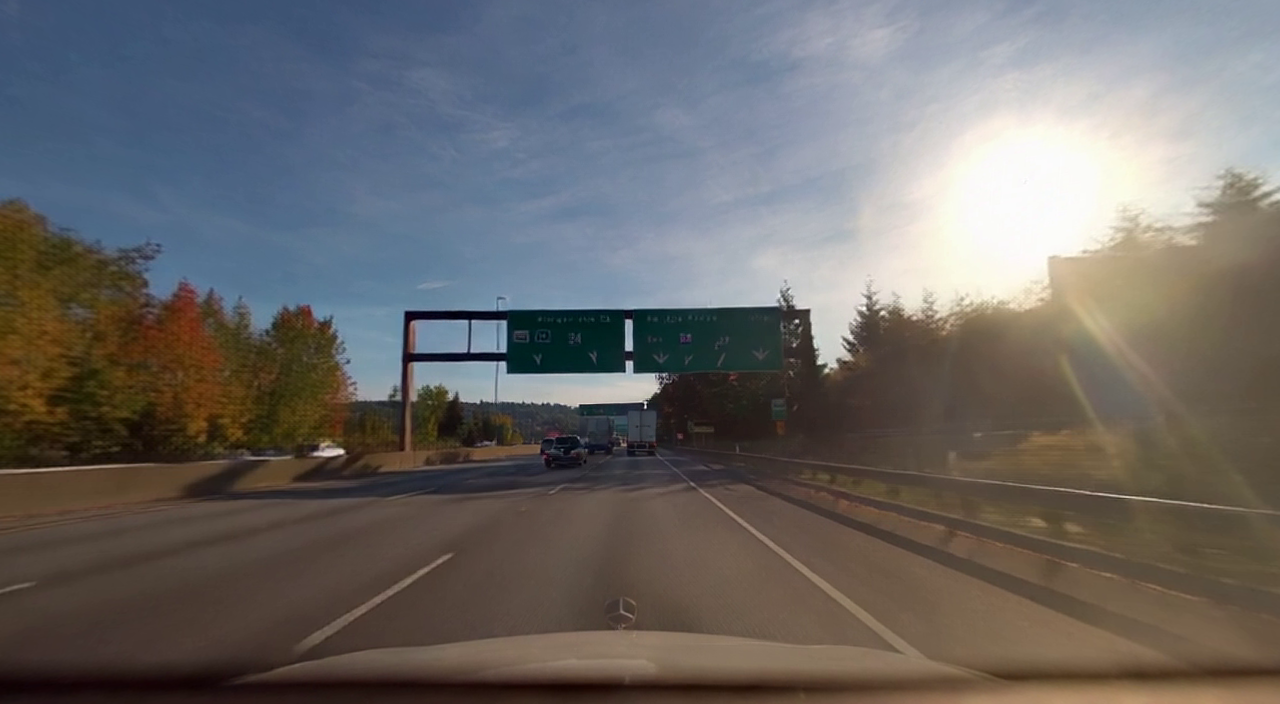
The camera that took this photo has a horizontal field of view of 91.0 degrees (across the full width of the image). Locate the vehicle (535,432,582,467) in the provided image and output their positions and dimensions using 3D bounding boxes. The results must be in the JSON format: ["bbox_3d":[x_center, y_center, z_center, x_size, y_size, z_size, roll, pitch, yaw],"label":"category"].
[{"bbox_3d":[-4.494,5.442,35.373,2.127,1.839,4.984,0,-8,-2],"label":"vehicle"}]

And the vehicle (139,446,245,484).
[{"bbox_3d":[-19.025,4.778,26.977,1.720,1.436,3.804,0,-8,0],"label":"vehicle"}]

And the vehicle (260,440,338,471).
[{"bbox_3d":[-23.090,6.994,42.945,2.199,1.919,5.601,0,-8,-1],"label":"vehicle"}]
